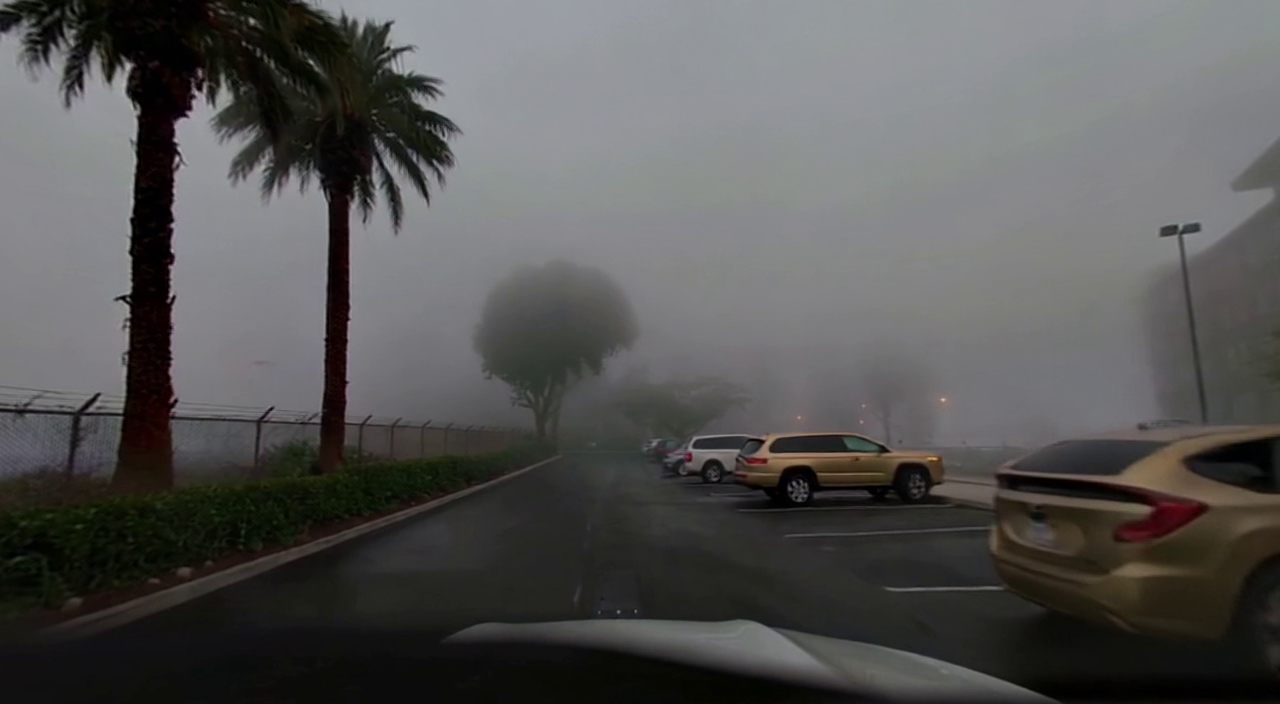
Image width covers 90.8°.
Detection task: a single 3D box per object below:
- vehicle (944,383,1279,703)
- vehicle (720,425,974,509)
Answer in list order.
[{"bbox_3d":[4.790,1.176,4.068,4.803,1.520,1.894,4,-7,-6],"label":"vehicle"},{"bbox_3d":[4.812,2.722,15.192,5.381,1.826,2.047,1,-9,-7],"label":"vehicle"}]
